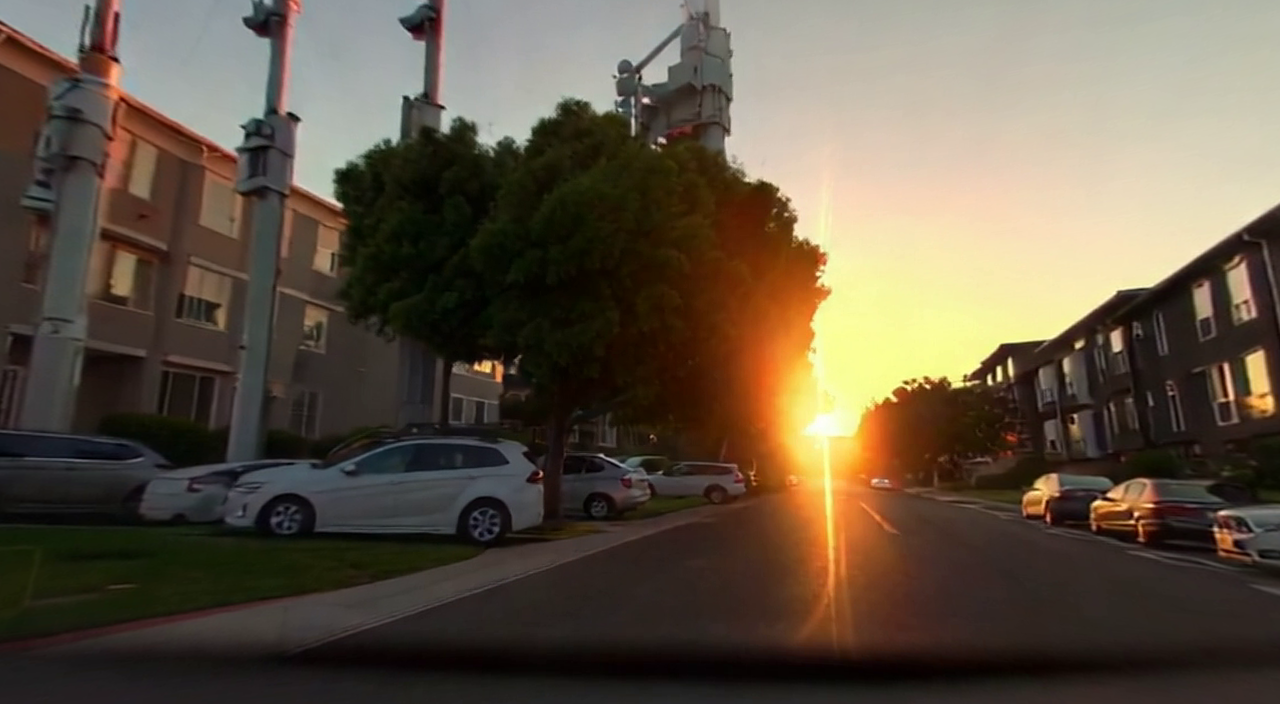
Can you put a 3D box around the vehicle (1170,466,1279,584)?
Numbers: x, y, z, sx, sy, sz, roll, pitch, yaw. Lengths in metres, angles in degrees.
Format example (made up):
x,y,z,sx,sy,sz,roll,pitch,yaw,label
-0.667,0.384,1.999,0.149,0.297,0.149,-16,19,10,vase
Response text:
x,y,z,sx,sy,sz,roll,pitch,yaw,label
10.730,2.408,8.821,4.573,1.502,1.926,-3,-9,20,vehicle

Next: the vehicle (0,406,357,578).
x,y,z,sx,sy,sz,roll,pitch,yaw,label
-6.009,1.519,7.231,4.648,1.659,1.897,2,-9,-11,vehicle

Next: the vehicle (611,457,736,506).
x,y,z,sx,sy,sz,roll,pitch,yaw,label
1.267,4.969,24.476,4.450,1.707,1.902,2,-9,-15,vehicle

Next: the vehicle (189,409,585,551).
x,y,z,sx,sy,sz,roll,pitch,yaw,label
-3.828,2.034,10.561,5.514,1.976,2.153,2,-9,-13,vehicle
